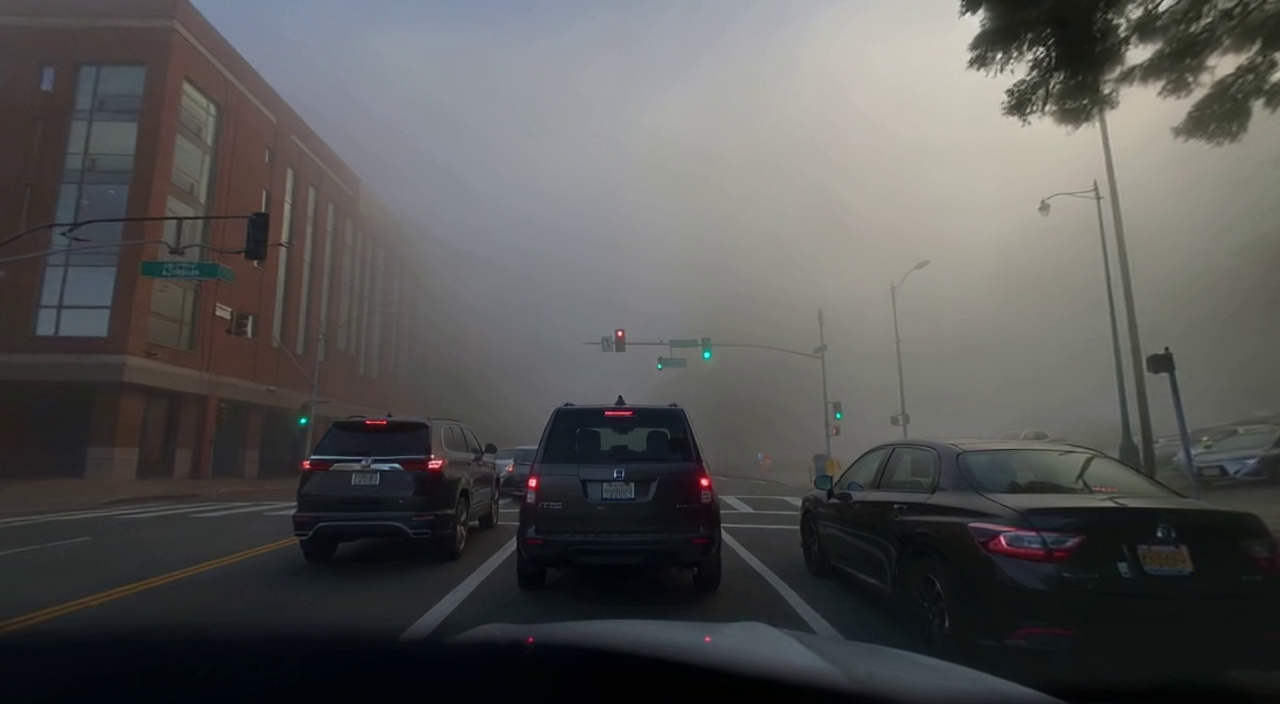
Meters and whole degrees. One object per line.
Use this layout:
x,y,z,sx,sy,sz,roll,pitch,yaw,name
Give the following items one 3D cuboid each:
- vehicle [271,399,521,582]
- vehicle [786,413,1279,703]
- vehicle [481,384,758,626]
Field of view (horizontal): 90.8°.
-2.850,1.703,8.538,1.855,1.812,4.244,0,-8,-3,vehicle
2.578,1.306,4.825,1.852,1.462,4.155,0,-8,-1,vehicle
-0.140,1.503,7.166,2.105,1.842,4.537,0,-8,0,vehicle
